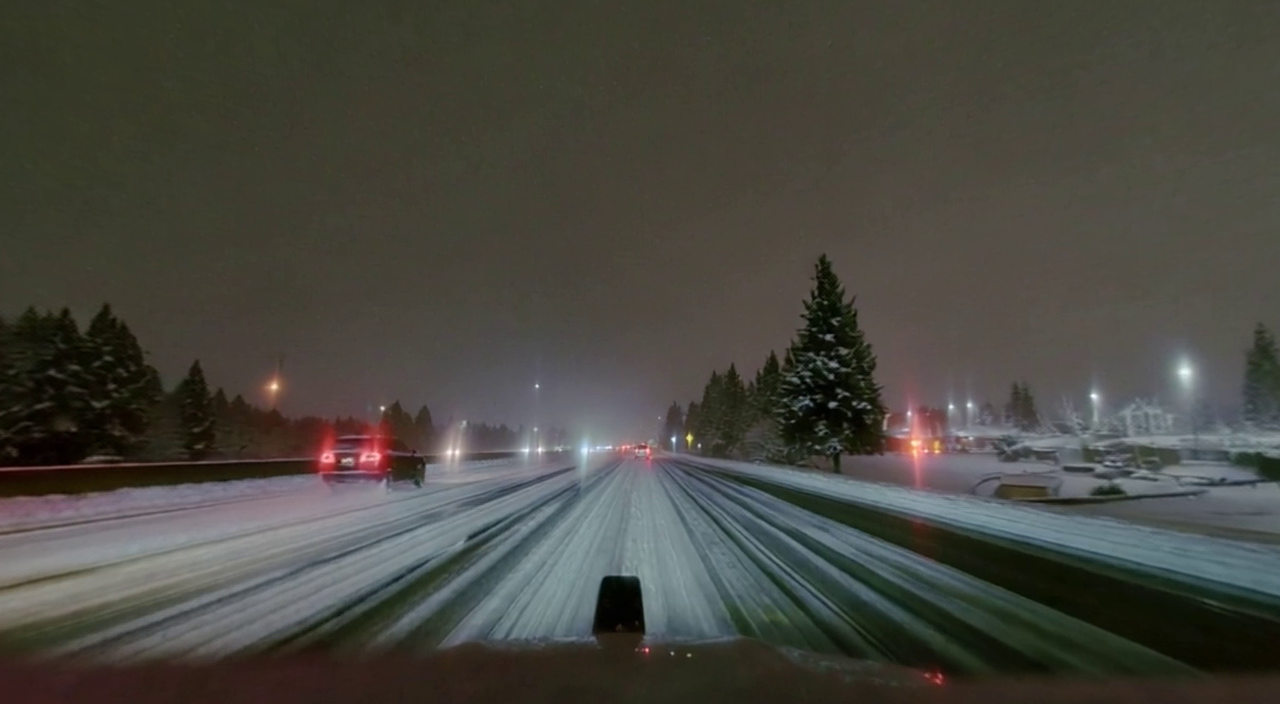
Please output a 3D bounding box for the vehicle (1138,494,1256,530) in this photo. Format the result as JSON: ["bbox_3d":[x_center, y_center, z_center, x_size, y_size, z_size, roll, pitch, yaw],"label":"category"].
[{"bbox_3d":[33.030,9.476,37.593,1.821,1.548,4.860,5,-10,-33],"label":"vehicle"}]

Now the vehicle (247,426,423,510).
[{"bbox_3d":[-7.439,2.869,16.115,2.032,1.808,4.776,0,-8,1],"label":"vehicle"}]

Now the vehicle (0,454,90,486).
[{"bbox_3d":[-32.505,6.274,33.860,1.814,1.477,4.544,0,-8,1],"label":"vehicle"}]

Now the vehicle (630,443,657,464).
[{"bbox_3d":[0.230,7.984,49.742,2.021,1.528,4.154,0,-8,-1],"label":"vehicle"}]
